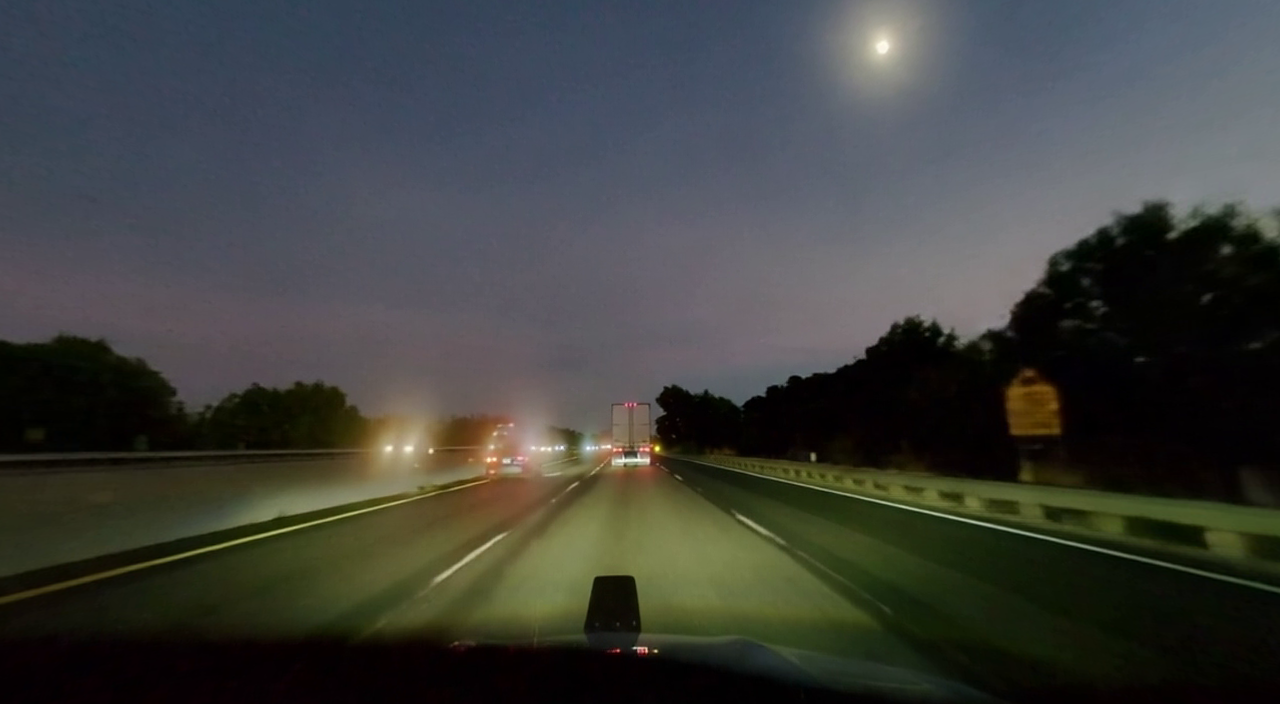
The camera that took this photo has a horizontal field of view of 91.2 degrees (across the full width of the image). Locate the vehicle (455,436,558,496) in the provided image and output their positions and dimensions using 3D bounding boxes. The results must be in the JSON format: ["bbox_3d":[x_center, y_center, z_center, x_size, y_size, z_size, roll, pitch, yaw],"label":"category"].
[{"bbox_3d":[-3.744,3.298,18.448,2.057,1.519,4.372,0,-9,1],"label":"vehicle"}]

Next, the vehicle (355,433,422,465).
[{"bbox_3d":[-13.969,5.442,35.058,1.983,1.629,4.311,0,-9,0],"label":"vehicle"}]
